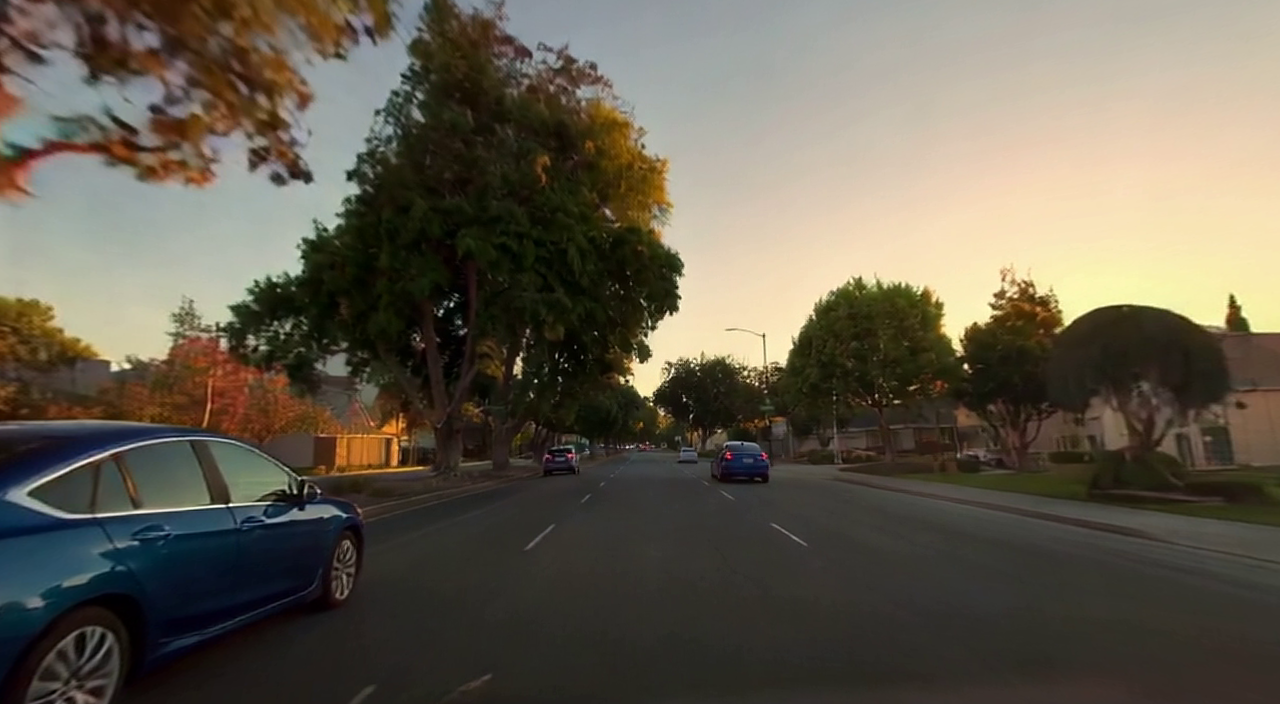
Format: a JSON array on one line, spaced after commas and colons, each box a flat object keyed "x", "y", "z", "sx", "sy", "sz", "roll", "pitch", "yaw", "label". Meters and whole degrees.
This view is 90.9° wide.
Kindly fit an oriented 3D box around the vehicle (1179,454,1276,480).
[{"x": 34.679, "y": 6.778, "z": 37.240, "sx": 3.954, "sy": 1.401, "sz": 1.980, "roll": 1, "pitch": -8, "yaw": -6, "label": "vehicle"}]

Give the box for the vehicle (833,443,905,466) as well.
[{"x": 16.692, "y": 7.498, "z": 46.104, "sx": 4.458, "sy": 1.560, "sz": 2.045, "roll": 0, "pitch": -8, "yaw": -1, "label": "vehicle"}]

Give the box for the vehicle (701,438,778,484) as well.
[{"x": 3.488, "y": 3.926, "z": 22.989, "sx": 2.083, "sy": 1.474, "sz": 4.360, "roll": 0, "pitch": -8, "yaw": 0, "label": "vehicle"}]

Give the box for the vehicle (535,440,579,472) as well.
[{"x": -4.437, "y": 5.619, "z": 34.279, "sx": 2.113, "sy": 1.626, "sz": 4.129, "roll": 0, "pitch": -8, "yaw": -4, "label": "vehicle"}]

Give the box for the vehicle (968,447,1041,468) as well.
[{"x": 28.809, "y": 8.317, "z": 49.869, "sx": 4.587, "sy": 1.518, "sz": 1.843, "roll": 0, "pitch": -7, "yaw": 1, "label": "vehicle"}]

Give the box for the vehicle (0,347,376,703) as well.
[{"x": -3.560, "y": 1.015, "z": 3.605, "sx": 2.023, "sy": 1.720, "sz": 4.741, "roll": 0, "pitch": -8, "yaw": 0, "label": "vehicle"}]
